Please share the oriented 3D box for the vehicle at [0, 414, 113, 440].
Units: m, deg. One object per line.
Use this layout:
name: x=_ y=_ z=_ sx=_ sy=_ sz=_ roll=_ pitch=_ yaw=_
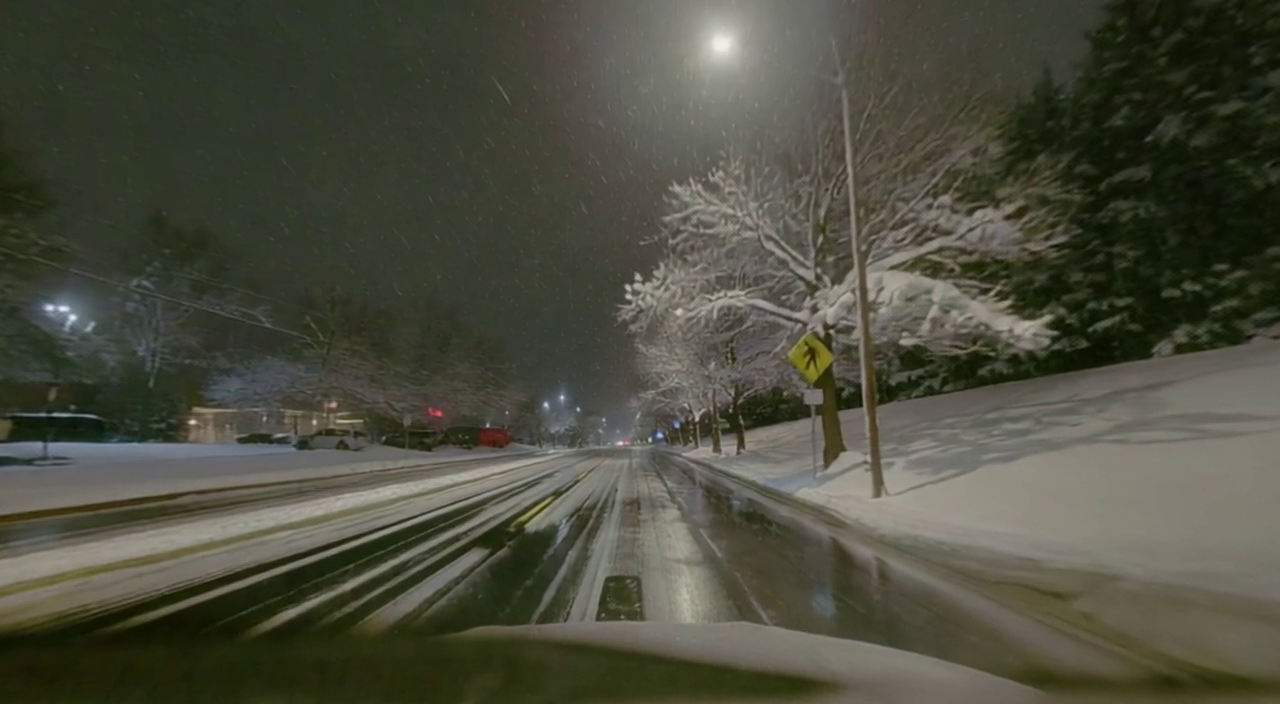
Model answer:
vehicle: x=-38.066 y=4.948 z=41.389 sx=5.205 sy=1.525 sz=1.769 roll=8 pitch=-11 yaw=-41
